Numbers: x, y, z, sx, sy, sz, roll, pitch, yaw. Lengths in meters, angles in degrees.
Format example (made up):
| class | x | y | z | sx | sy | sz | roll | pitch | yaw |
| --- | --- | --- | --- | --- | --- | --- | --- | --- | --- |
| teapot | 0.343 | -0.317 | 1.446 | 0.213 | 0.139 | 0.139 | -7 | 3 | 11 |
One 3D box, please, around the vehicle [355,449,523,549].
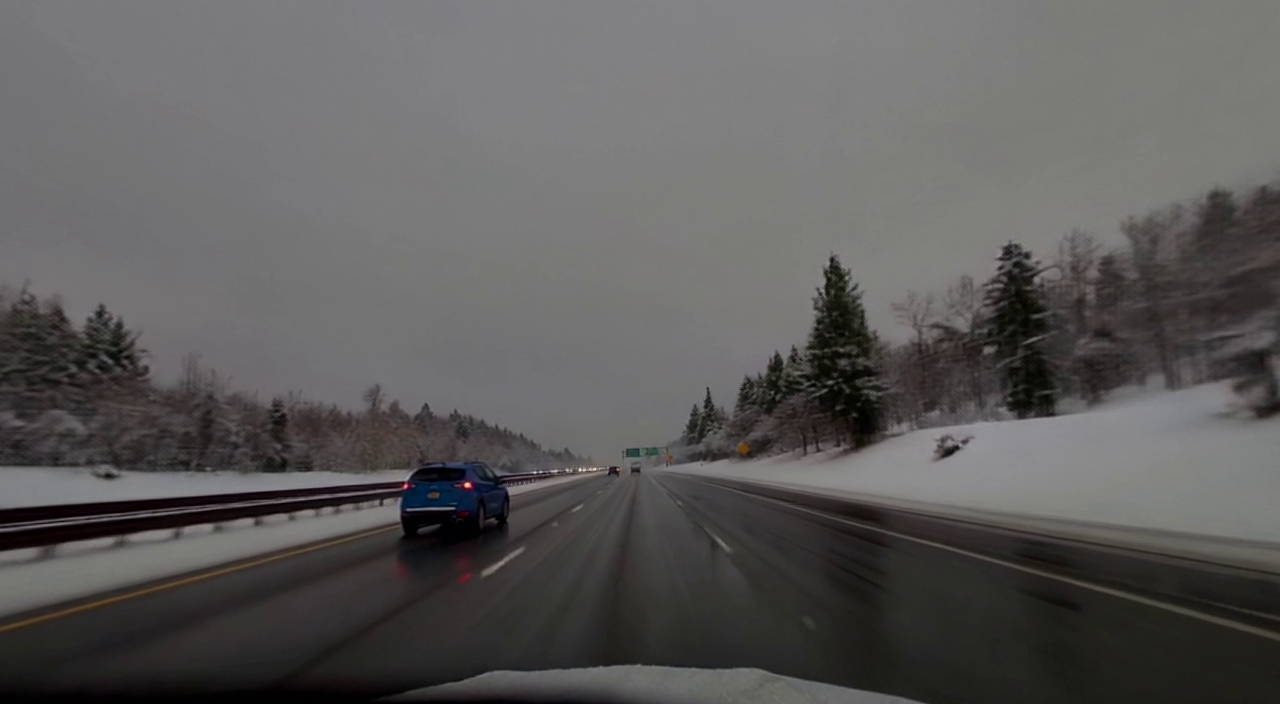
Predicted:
| class | x | y | z | sx | sy | sz | roll | pitch | yaw |
| --- | --- | --- | --- | --- | --- | --- | --- | --- | --- |
| vehicle | -3.536 | 2.683 | 11.987 | 1.797 | 1.532 | 4.072 | 1 | -10 | 1 |
